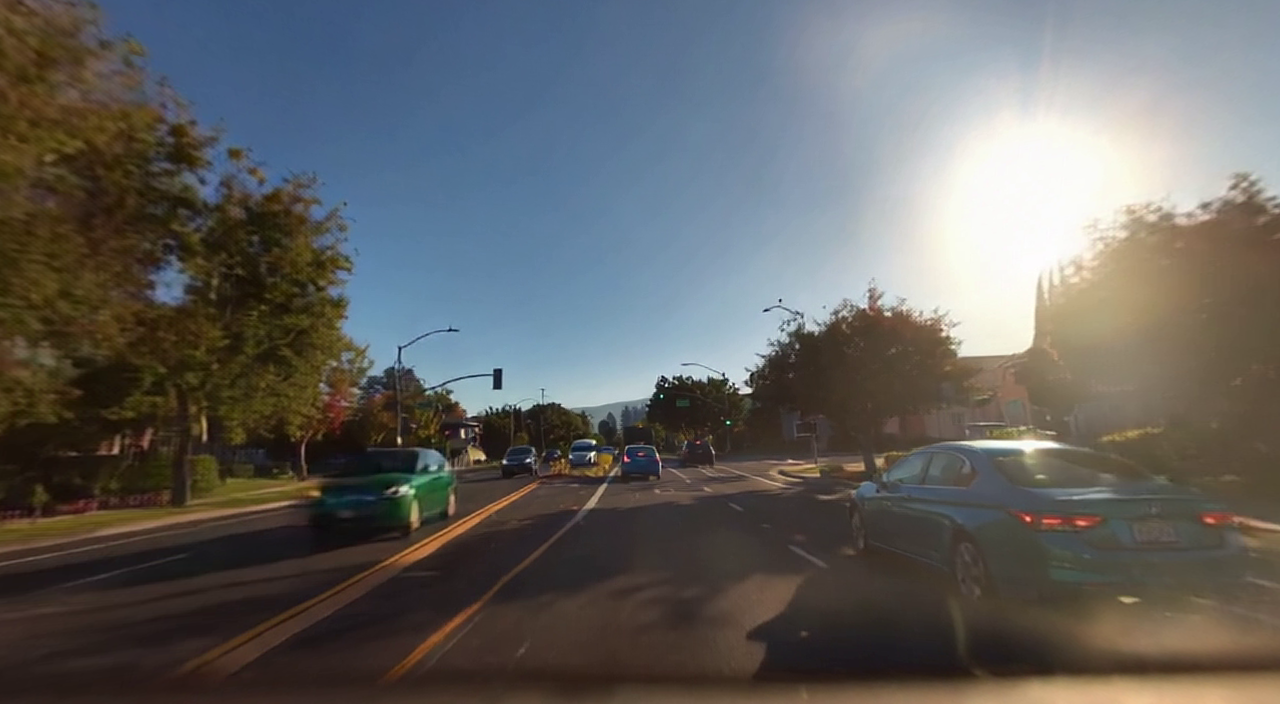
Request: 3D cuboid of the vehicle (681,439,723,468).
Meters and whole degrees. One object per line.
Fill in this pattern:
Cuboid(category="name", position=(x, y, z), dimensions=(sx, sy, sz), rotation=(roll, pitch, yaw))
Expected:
Cuboid(category="vehicle", position=(4.112, 6.813, 42.602), dimensions=(2.187, 1.847, 4.553), rotation=(0, -9, -2))

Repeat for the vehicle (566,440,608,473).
Cuboid(category="vehicle", position=(-2.994, 6.019, 36.611), dimensions=(2.083, 1.741, 5.530), rotation=(0, -9, -1))

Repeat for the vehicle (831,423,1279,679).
Cuboid(category="vehicle", position=(3.474, 1.472, 5.886), dimensions=(1.973, 1.447, 4.402), rotation=(0, -8, 0))

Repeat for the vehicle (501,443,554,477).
Cuboid(category="vehicle", position=(-6.362, 6.164, 36.323), dimensions=(2.146, 1.768, 4.664), rotation=(0, -9, 0))

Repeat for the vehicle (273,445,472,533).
Cuboid(category="vehicle", position=(-5.316, 2.761, 13.503), dimensions=(2.193, 1.502, 4.913), rotation=(0, -9, -1))

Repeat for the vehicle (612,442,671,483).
Cuboid(category="vehicle", position=(0.045, 4.312, 24.946), dimensions=(2.114, 1.483, 4.207), rotation=(0, -9, 0))
